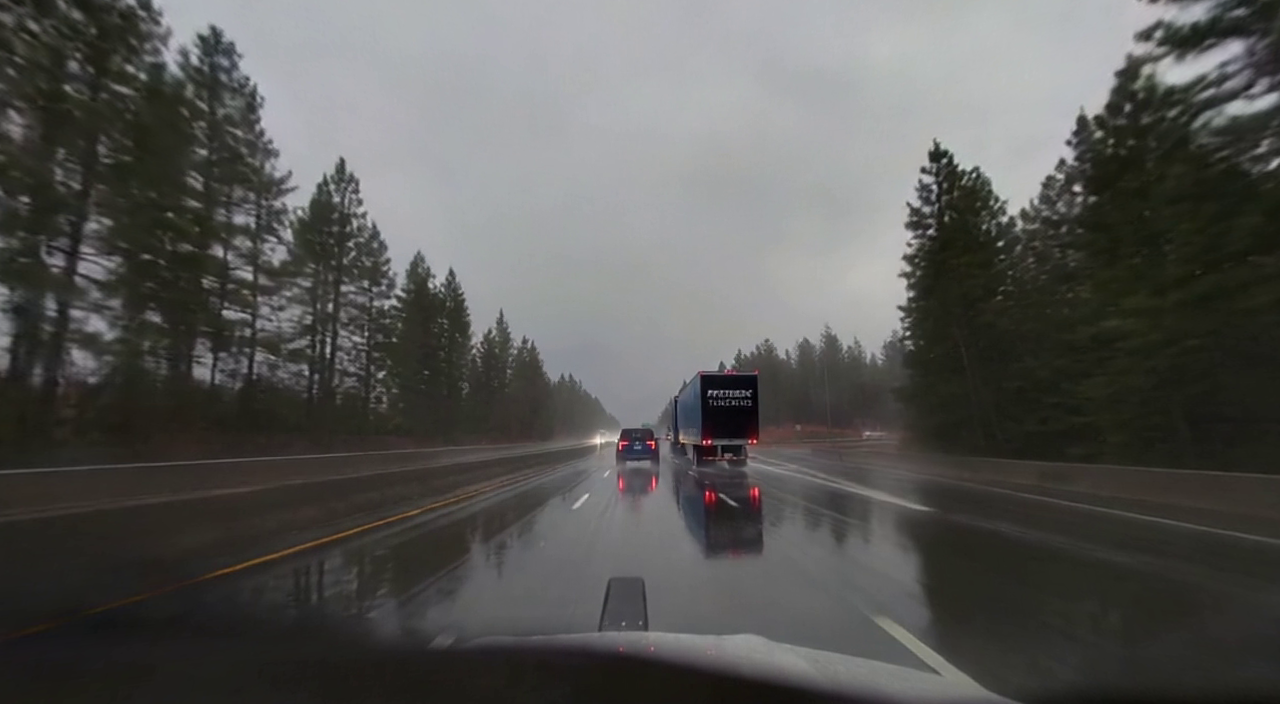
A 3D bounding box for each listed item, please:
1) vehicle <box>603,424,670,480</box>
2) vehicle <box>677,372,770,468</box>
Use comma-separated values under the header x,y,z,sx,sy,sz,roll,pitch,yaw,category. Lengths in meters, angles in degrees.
x,y,z,sx,sy,sz,roll,pitch,yaw,category
-0.131,3.654,23.240,2.222,1.848,4.610,0,-8,0,vehicle
4.107,4.134,35.695,2.899,4.160,16.621,0,-8,0,vehicle
